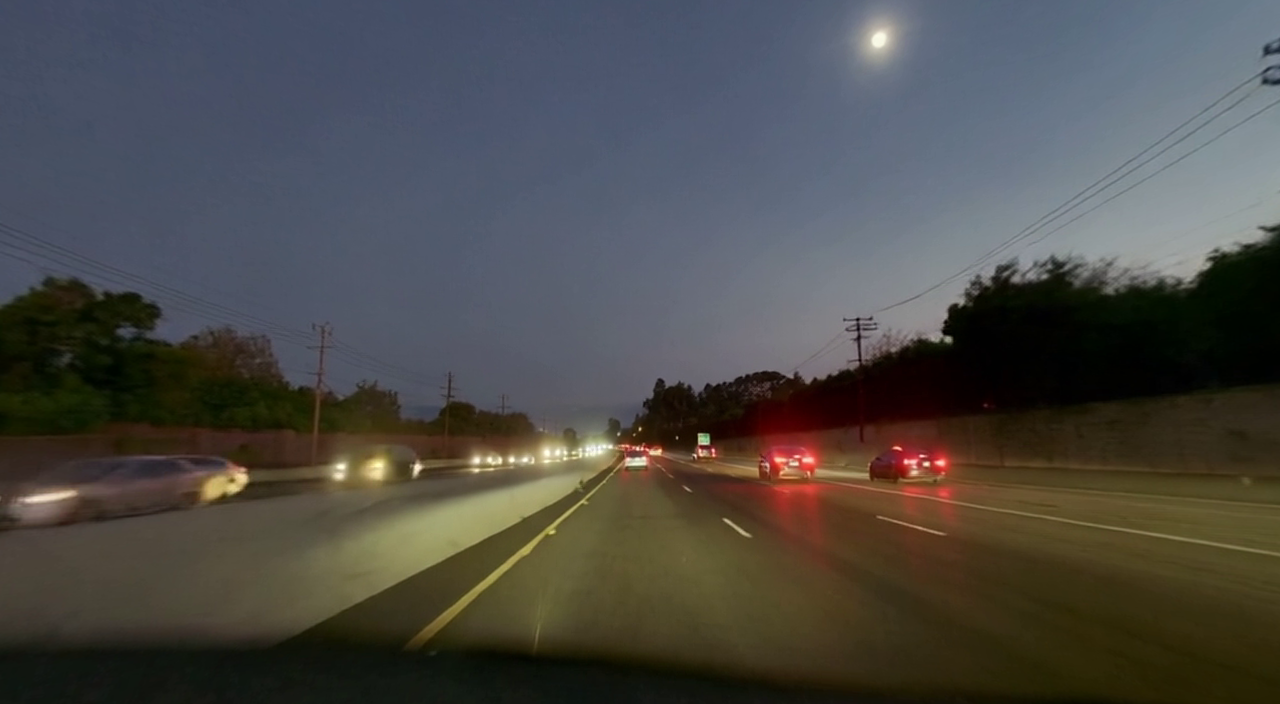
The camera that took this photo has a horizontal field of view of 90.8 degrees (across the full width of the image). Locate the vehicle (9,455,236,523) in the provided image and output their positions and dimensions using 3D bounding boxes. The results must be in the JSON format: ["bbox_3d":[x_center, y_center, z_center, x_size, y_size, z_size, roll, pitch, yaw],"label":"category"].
[{"bbox_3d":[-13.466,3.557,16.958,2.133,1.485,4.644,0,-9,0],"label":"vehicle"}]

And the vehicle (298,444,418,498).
[{"bbox_3d":[-10.099,4.274,23.131,2.288,1.735,4.468,0,-9,0],"label":"vehicle"}]

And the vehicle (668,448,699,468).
[{"bbox_3d":[3.289,8.166,48.833,1.981,1.480,4.316,0,-9,-1],"label":"vehicle"}]

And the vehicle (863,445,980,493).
[{"bbox_3d":[9.662,4.036,22.176,1.969,1.506,4.422,0,-9,-1],"label":"vehicle"}]

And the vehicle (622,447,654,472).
[{"bbox_3d":[-0.168,7.038,41.516,1.993,1.506,3.883,0,-9,-1],"label":"vehicle"}]

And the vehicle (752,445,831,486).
[{"bbox_3d":[6.137,4.649,26.218,2.069,1.520,4.614,0,-9,-1],"label":"vehicle"}]
